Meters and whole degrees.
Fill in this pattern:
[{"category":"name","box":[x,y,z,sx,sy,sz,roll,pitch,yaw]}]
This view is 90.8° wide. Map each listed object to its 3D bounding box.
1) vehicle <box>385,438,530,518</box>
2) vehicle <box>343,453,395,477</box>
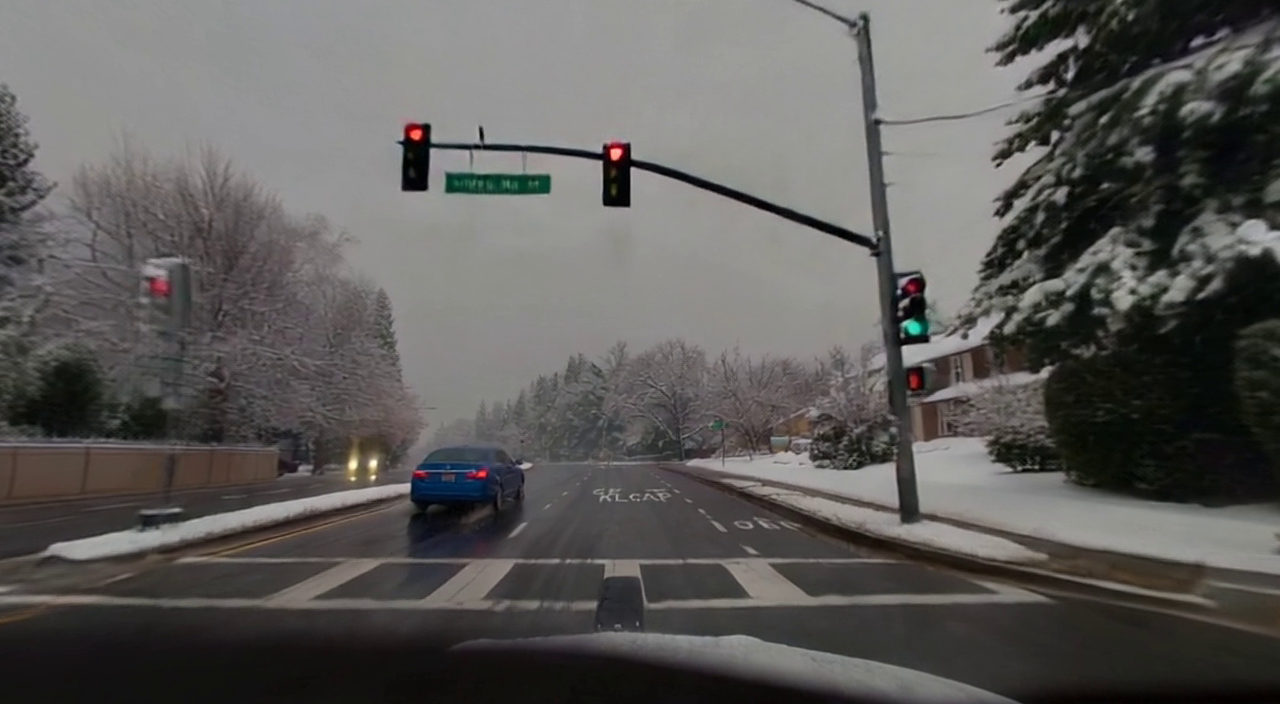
[{"category":"vehicle","box":[-3.903,2.763,14.428,1.980,1.508,4.502,0,-8,0]},{"category":"vehicle","box":[-18.824,7.851,44.069,1.874,1.494,4.395,0,-8,-3]}]
